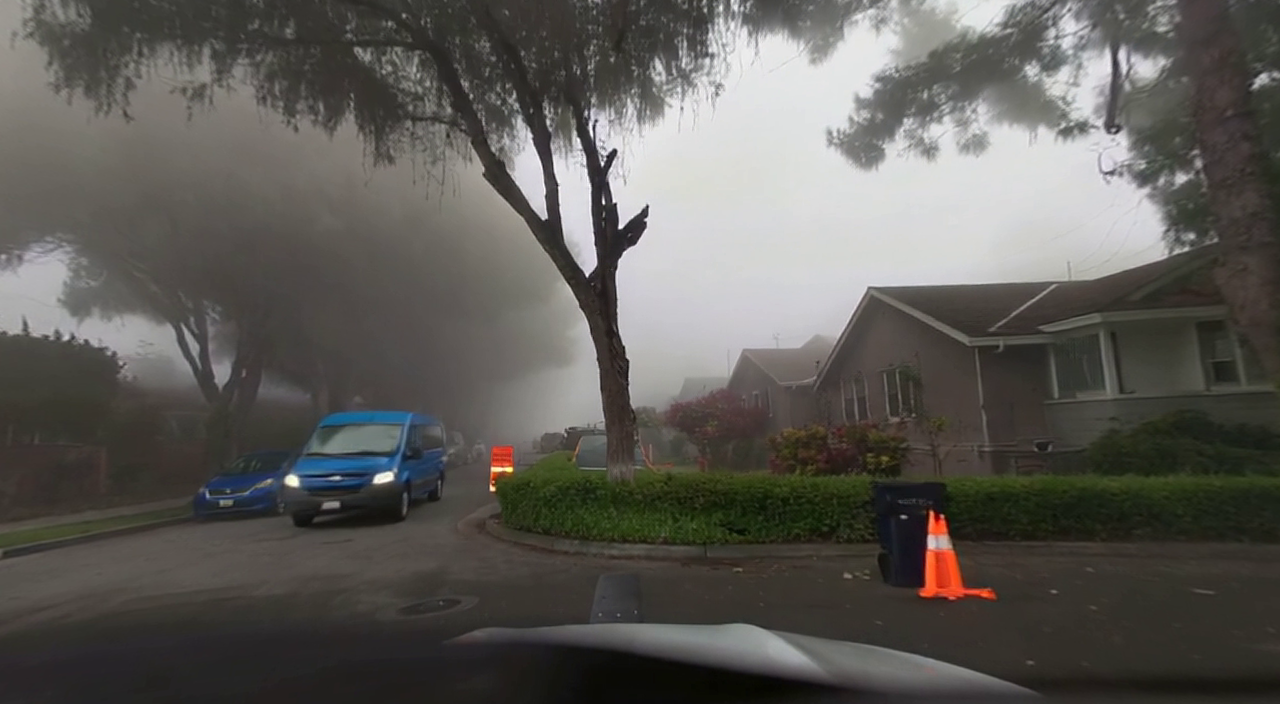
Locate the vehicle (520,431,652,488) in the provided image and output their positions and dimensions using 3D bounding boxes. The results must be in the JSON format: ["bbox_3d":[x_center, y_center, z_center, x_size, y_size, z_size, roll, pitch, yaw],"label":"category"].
[{"bbox_3d":[-1.444,3.058,18.394,1.827,1.436,4.070,-5,-9,29],"label":"vehicle"}]

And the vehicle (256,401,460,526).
[{"bbox_3d":[-5.184,2.095,12.517,2.219,1.984,4.712,1,-8,-5],"label":"vehicle"}]

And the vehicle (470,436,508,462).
[{"bbox_3d":[-9.984,6.391,41.828,1.765,1.493,4.130,3,-6,-4],"label":"vehicle"}]

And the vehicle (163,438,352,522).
[{"bbox_3d":[-8.169,2.704,13.987,1.899,1.524,4.082,0,-7,-5],"label":"vehicle"}]
